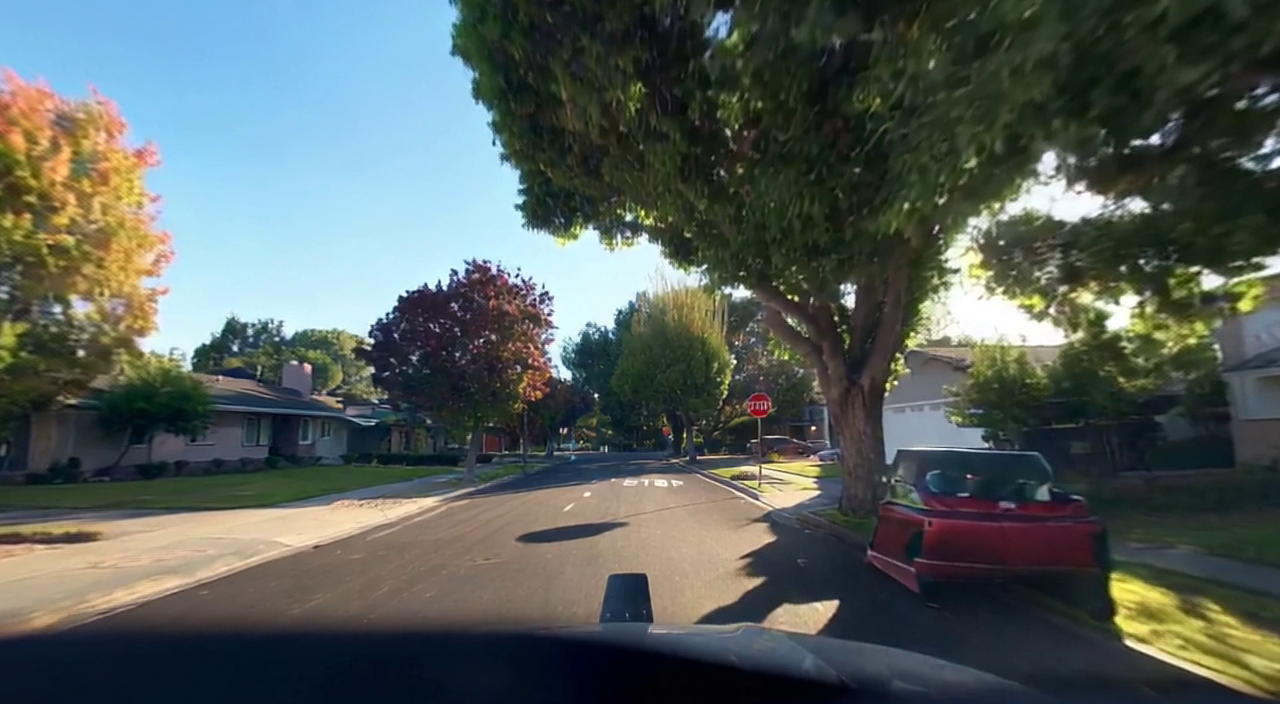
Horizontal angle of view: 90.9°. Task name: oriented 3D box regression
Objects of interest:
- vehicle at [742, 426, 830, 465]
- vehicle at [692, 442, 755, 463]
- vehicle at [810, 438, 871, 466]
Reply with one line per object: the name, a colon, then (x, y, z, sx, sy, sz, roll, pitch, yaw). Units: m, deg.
vehicle: (9.798, 6.268, 42.560, 5.239, 1.933, 2.131, -5, -3, -3)
vehicle: (5.928, 7.216, 45.223, 4.229, 1.402, 1.811, 0, -8, 0)
vehicle: (11.656, 5.745, 36.396, 2.004, 1.511, 4.494, -6, -10, 35)
